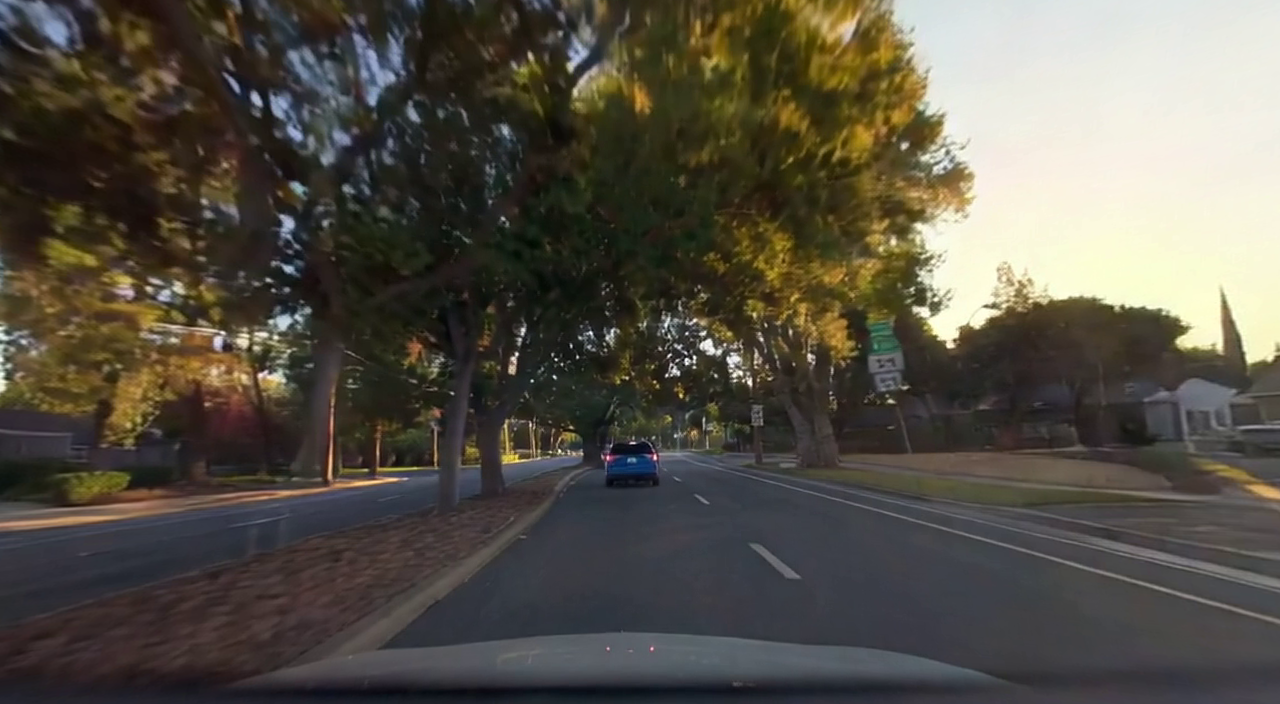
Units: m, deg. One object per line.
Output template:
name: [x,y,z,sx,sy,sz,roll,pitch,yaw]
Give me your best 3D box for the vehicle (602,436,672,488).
vehicle: [-0.113,3.797,22.090,2.181,1.639,4.127,0,-9,0]
